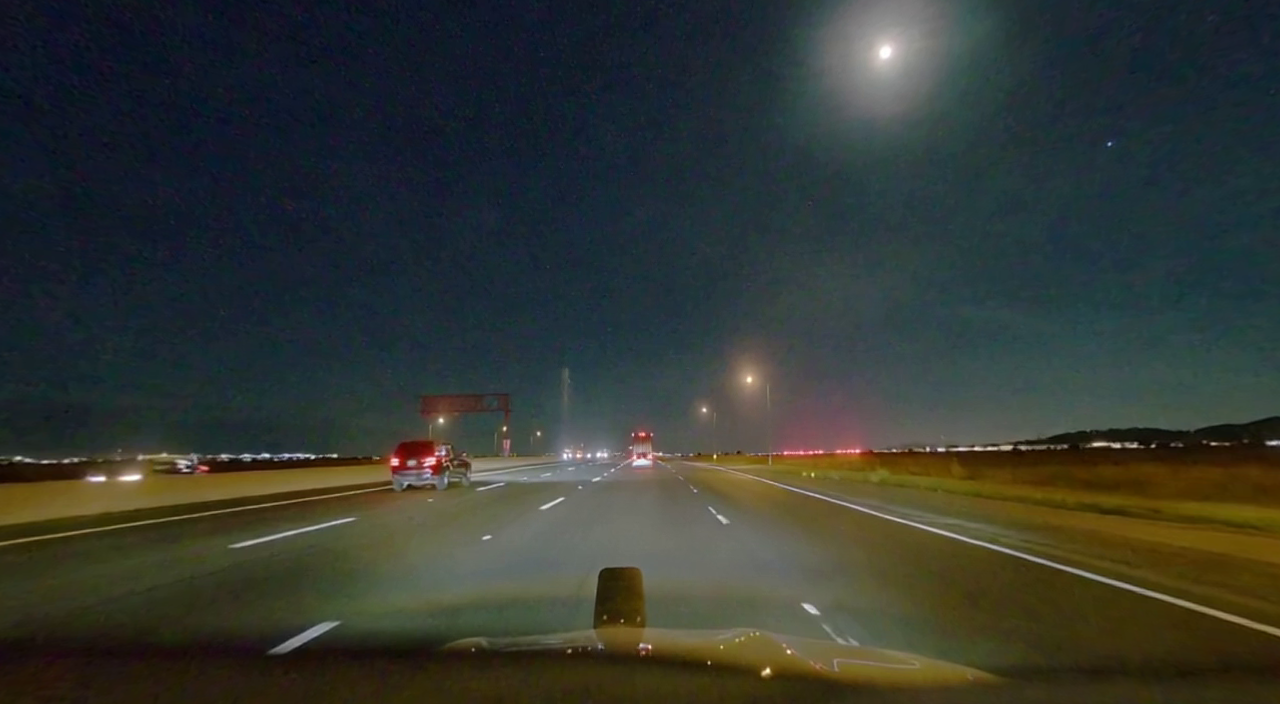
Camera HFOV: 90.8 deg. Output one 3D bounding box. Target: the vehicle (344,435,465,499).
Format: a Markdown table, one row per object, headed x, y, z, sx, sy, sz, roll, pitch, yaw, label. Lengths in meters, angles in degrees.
| x | y | z | sx | sy | sz | roll | pitch | yaw | label |
| --- | --- | --- | --- | --- | --- | --- | --- | --- | --- |
| -7.486 | 3.708 | 20.677 | 2.052 | 1.817 | 4.744 | 0 | -9 | 1 | vehicle |

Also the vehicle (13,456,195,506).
| x | y | z | sx | sy | sz | roll | pitch | yaw | label |
| --- | --- | --- | --- | --- | --- | --- | --- | --- | --- |
| -18.315 | 4.399 | 21.970 | 2.077 | 1.485 | 4.860 | 0 | -9 | 0 | vehicle |
